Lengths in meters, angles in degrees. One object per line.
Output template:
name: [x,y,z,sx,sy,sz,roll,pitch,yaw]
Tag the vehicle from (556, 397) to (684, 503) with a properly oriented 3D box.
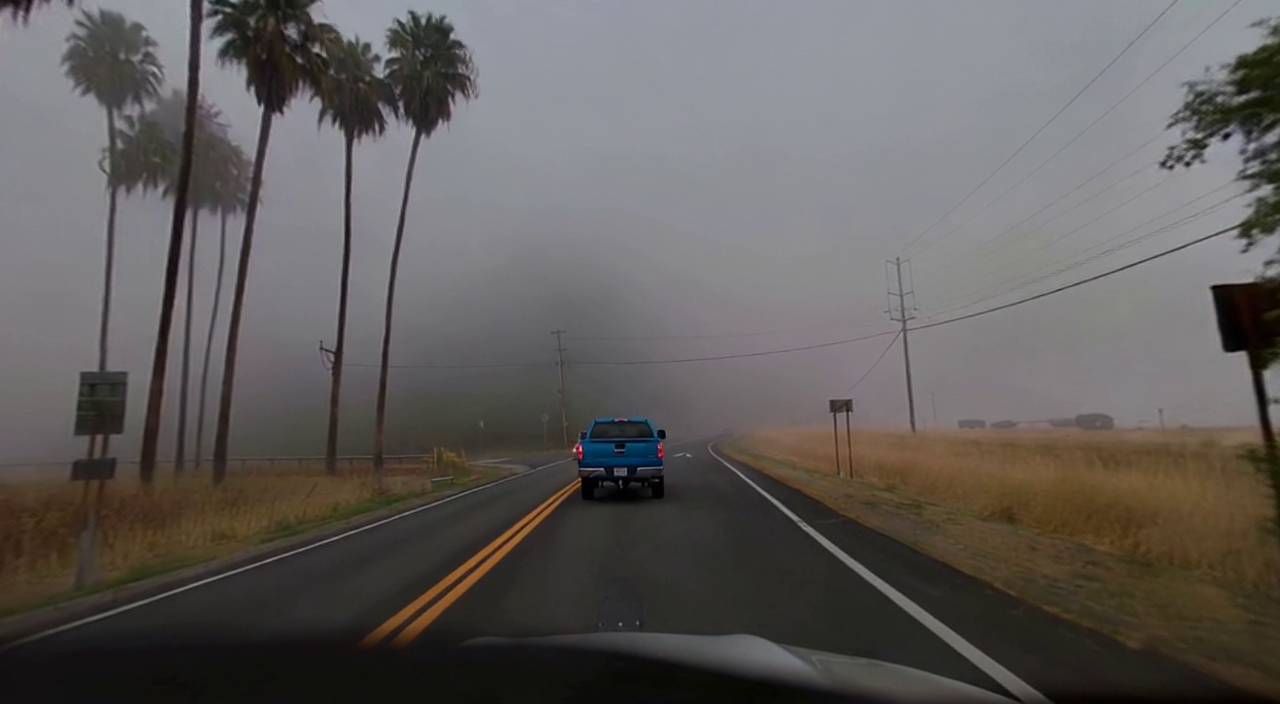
vehicle: [-0.470,2.495,16.386,2.693,2.223,5.885,0,-8,-1]
